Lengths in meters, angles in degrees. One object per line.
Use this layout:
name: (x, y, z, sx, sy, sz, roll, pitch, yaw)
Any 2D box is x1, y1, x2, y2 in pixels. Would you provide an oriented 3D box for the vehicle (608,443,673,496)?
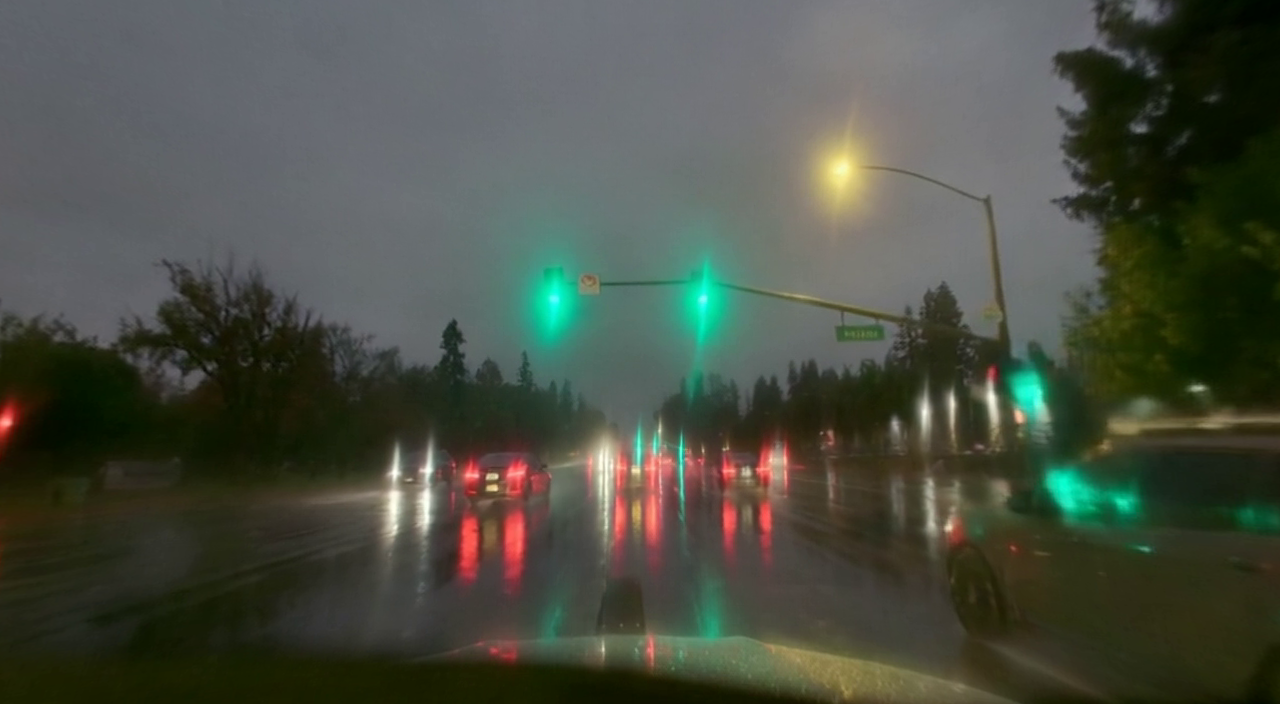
vehicle: (-0.001, 4.176, 22.892, 2.150, 1.725, 4.096, 0, -8, 0)

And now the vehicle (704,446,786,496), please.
vehicle: (3.537, 4.099, 22.132, 2.068, 1.541, 4.041, 0, -8, -1)

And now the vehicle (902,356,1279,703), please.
vehicle: (3.319, 0.963, 3.072, 2.069, 1.644, 4.714, 0, -8, 0)

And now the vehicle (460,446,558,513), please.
vehicle: (-3.470, 3.439, 17.544, 1.823, 1.602, 4.061, 0, -8, 0)

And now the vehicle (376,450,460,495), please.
vehicle: (-9.514, 5.170, 27.478, 2.045, 1.730, 4.375, 0, -8, 0)
